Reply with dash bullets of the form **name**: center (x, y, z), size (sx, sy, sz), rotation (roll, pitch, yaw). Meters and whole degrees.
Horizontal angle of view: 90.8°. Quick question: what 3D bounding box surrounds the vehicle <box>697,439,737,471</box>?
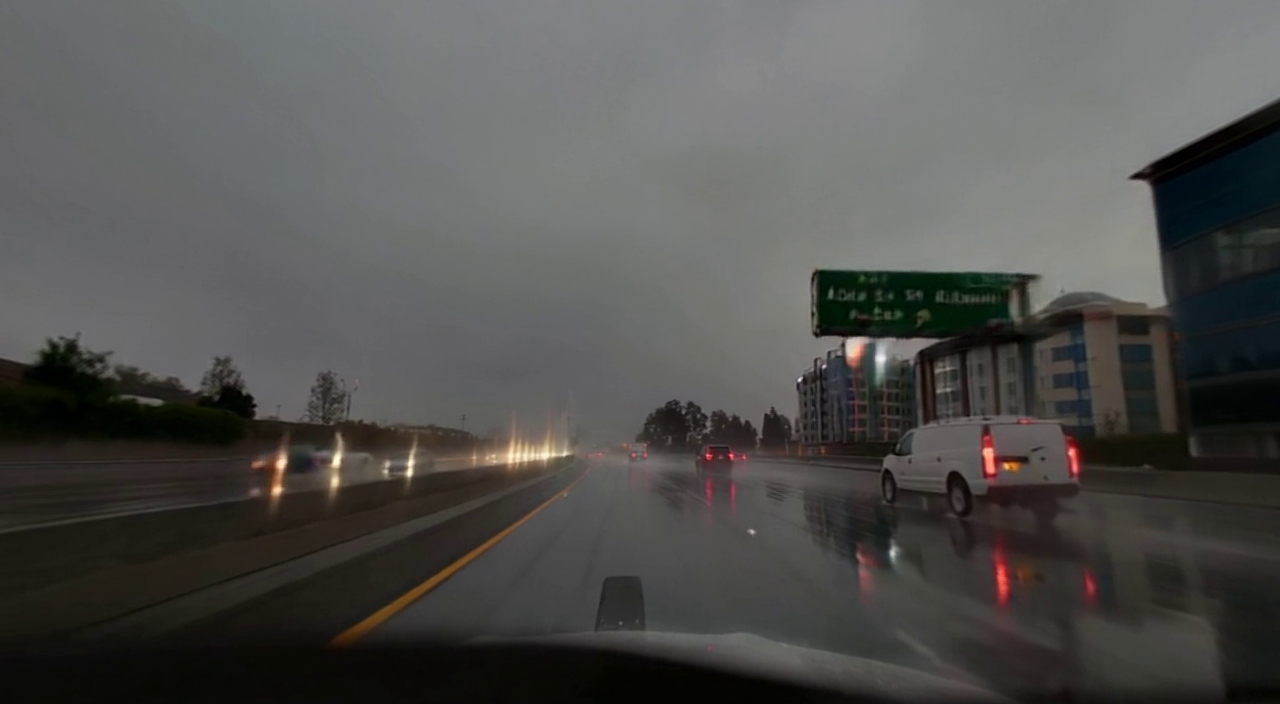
- **vehicle**: center (5.568, 7.556, 46.477), size (2.043, 2.154, 4.731), rotation (0, -9, -4)

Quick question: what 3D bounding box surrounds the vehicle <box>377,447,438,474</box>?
- **vehicle**: center (-13.775, 6.509, 37.663), size (2.025, 1.259, 3.954), rotation (4, -12, 1)

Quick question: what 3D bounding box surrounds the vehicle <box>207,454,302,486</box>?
- **vehicle**: center (-17.208, 5.259, 28.463), size (1.537, 1.262, 4.550), rotation (0, -9, -2)

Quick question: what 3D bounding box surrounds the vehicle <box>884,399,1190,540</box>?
- **vehicle**: center (6.546, 2.022, 11.412), size (2.181, 1.952, 4.973), rotation (0, -9, -1)
